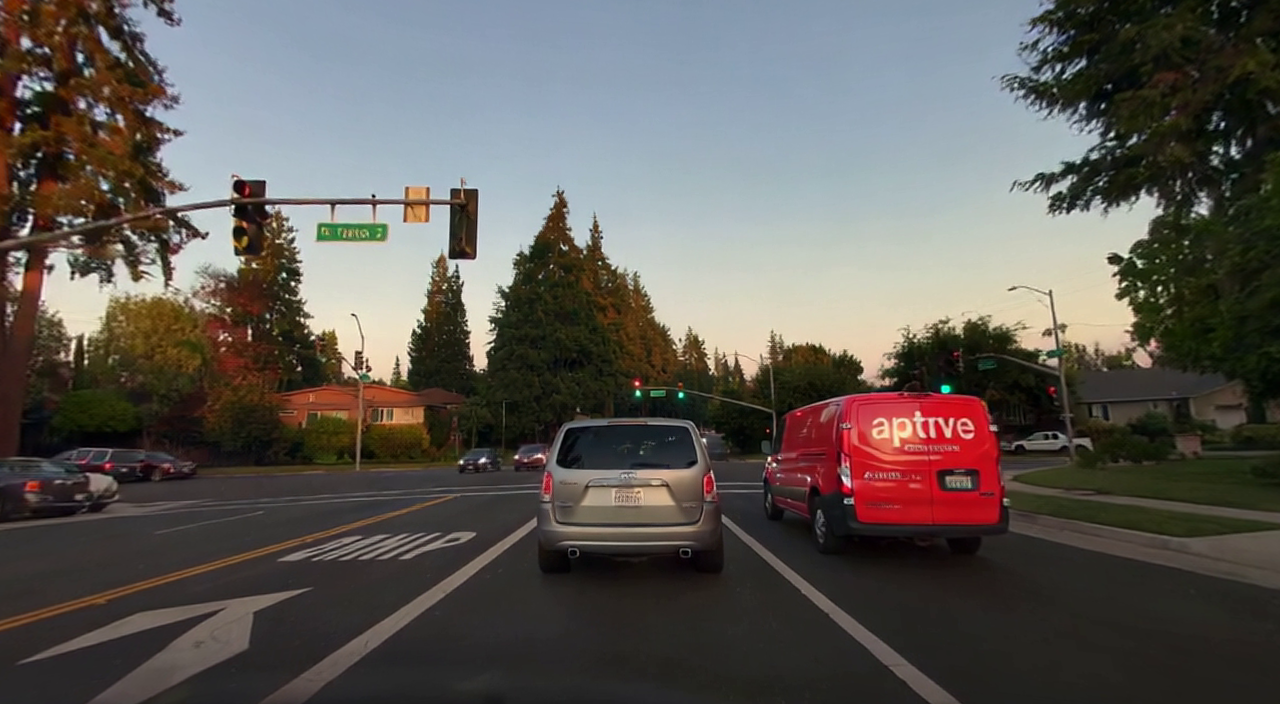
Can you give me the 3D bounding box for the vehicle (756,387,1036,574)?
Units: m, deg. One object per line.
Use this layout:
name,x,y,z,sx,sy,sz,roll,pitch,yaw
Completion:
vehicle,3.048,1.648,8.699,2.059,1.924,4.257,0,-9,0

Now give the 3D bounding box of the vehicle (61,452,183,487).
vehicle,-25.256,5.723,30.753,4.073,1.603,1.920,1,-9,-8

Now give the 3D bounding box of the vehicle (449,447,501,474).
vehicle,-10.015,6.587,38.407,1.881,1.515,4.262,0,-9,2

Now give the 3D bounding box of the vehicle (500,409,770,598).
vehicle,-0.038,1.639,7.675,2.321,1.624,4.367,0,-9,0
